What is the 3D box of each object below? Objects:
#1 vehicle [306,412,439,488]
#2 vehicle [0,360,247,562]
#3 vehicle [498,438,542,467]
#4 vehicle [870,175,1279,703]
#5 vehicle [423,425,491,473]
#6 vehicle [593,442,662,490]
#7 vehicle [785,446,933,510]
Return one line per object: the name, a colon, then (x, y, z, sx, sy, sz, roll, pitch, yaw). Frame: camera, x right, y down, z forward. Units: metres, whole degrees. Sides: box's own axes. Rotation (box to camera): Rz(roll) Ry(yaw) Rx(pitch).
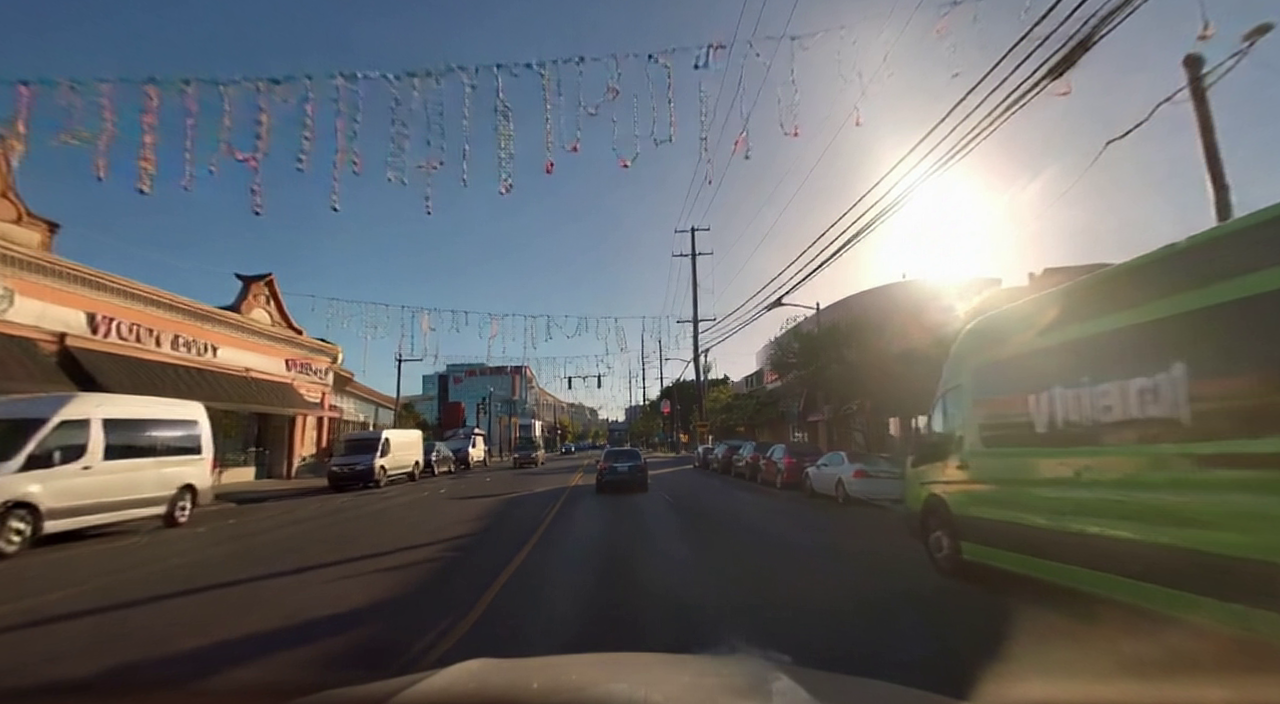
vehicle: (-10.356, 3.907, 25.284, 2.964, 2.597, 6.437, 1, -9, -5)
vehicle: (-10.009, 1.886, 11.228, 2.398, 2.723, 5.816, 0, -9, -2)
vehicle: (-8.358, 7.086, 44.625, 2.456, 1.935, 4.769, 0, -9, -4)
vehicle: (4.465, 0.699, 4.848, 2.492, 2.720, 6.884, 0, -9, -3)
vehicle: (-11.258, 6.048, 39.402, 2.724, 2.739, 5.663, 0, -9, -3)
vehicle: (-0.466, 3.839, 21.674, 2.112, 1.464, 4.411, 0, -9, -2)
vehicle: (5.537, 3.223, 16.722, 1.921, 1.430, 4.455, 1, -9, -6)
